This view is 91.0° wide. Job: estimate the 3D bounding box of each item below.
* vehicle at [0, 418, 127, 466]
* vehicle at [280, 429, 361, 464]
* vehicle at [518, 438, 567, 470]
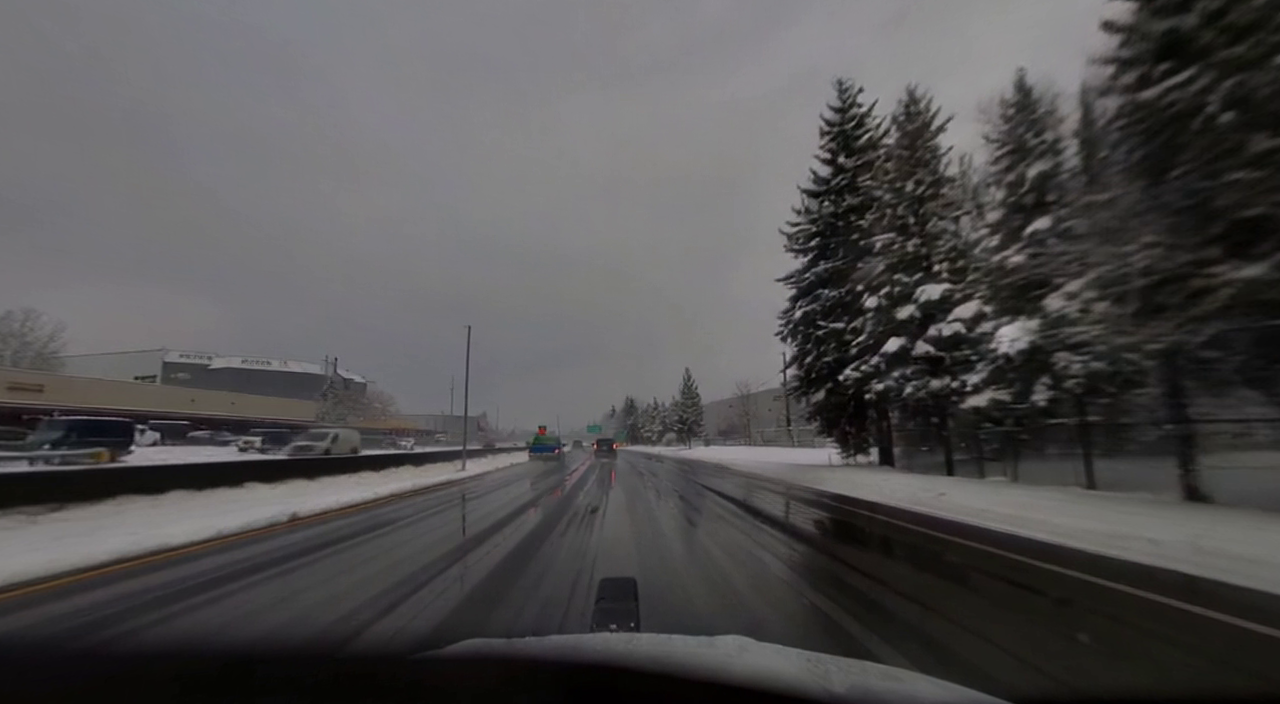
[{"bbox_3d":[-30.046,4.684,32.936,2.173,2.174,5.446,4,-8,-7],"label":"vehicle"},{"bbox_3d":[-16.702,4.958,33.228,1.968,1.690,4.642,0,-8,-2],"label":"vehicle"},{"bbox_3d":[-5.044,5.331,33.050,2.045,1.547,4.162,0,-8,-2],"label":"vehicle"}]
